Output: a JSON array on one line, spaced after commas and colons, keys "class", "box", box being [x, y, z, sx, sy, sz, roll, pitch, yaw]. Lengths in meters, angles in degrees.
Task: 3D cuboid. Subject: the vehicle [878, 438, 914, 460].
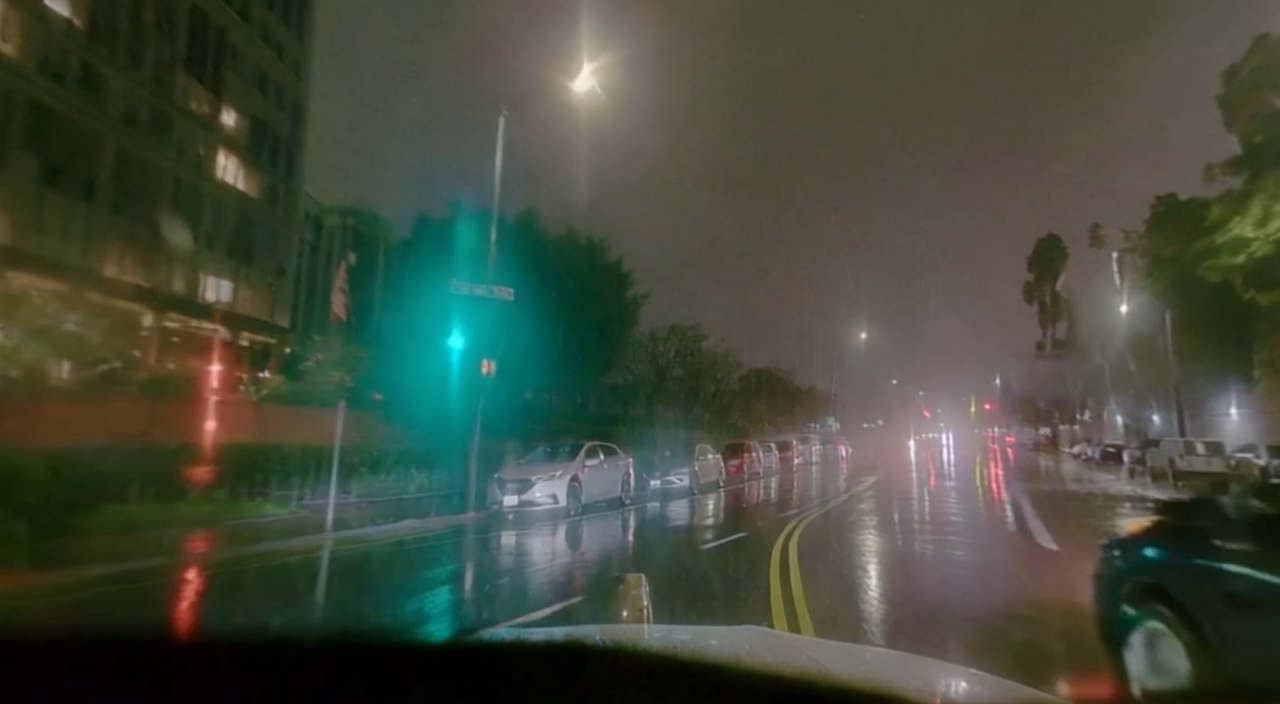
[{"class": "vehicle", "box": [18.039, 6.800, 44.311, 1.852, 1.465, 4.092, -4, -9, 27]}]

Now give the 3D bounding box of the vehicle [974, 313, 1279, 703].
[{"class": "vehicle", "box": [3.821, 0.735, 2.119, 2.411, 1.899, 5.993, 0, -8, 3]}]

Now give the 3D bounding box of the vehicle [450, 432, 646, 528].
[{"class": "vehicle", "box": [-1.669, 2.526, 13.150, 1.922, 1.628, 4.291, -4, -9, 26]}]

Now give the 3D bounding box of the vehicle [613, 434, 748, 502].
[{"class": "vehicle", "box": [1.345, 3.249, 18.251, 2.179, 1.658, 4.765, -4, -9, 27]}]
